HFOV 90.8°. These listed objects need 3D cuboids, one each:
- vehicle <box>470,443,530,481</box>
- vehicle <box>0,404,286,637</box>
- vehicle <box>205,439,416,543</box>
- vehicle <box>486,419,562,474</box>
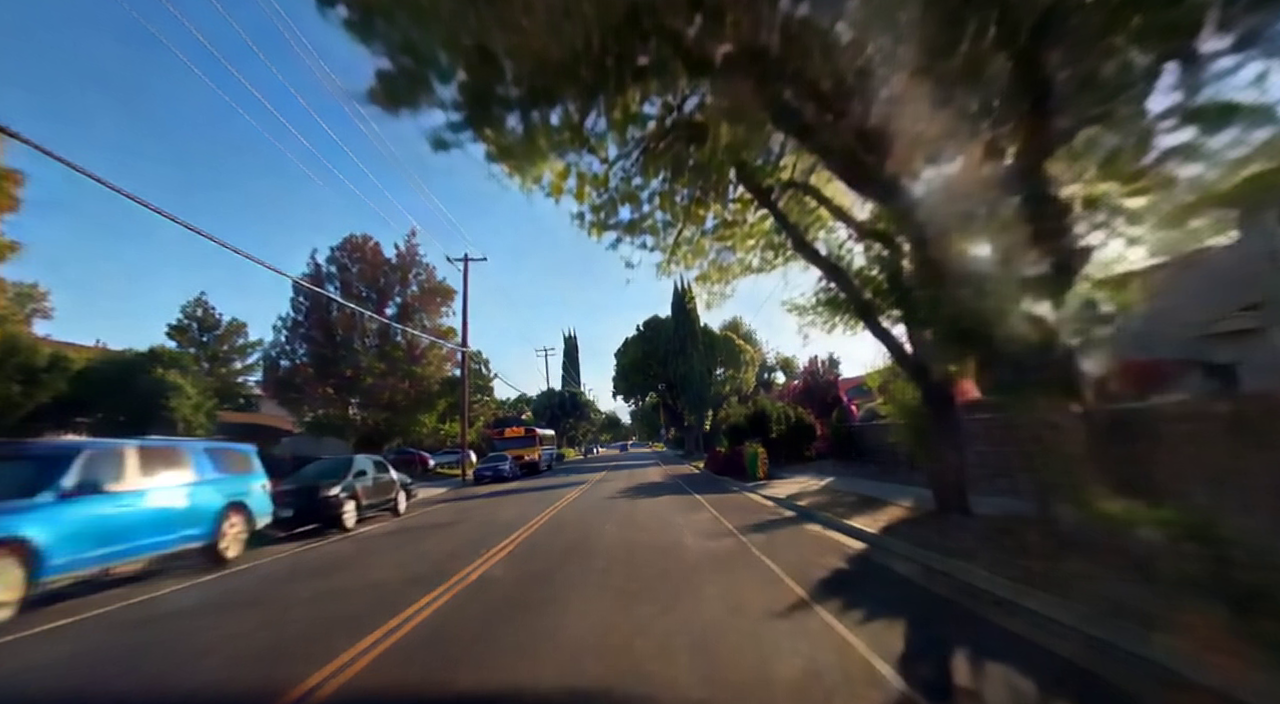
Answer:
[{"bbox_3d":[-6.769,5.338,30.996,2.023,1.721,4.418,0,-9,-2],"label":"vehicle"},{"bbox_3d":[-6.581,1.764,7.015,2.284,1.939,5.502,-5,-9,-1],"label":"vehicle"},{"bbox_3d":[-6.629,2.794,13.479,2.002,1.790,4.624,0,-9,0],"label":"vehicle"},{"bbox_3d":[-6.637,5.570,37.295,2.835,2.876,7.091,-1,-8,2],"label":"vehicle"}]
